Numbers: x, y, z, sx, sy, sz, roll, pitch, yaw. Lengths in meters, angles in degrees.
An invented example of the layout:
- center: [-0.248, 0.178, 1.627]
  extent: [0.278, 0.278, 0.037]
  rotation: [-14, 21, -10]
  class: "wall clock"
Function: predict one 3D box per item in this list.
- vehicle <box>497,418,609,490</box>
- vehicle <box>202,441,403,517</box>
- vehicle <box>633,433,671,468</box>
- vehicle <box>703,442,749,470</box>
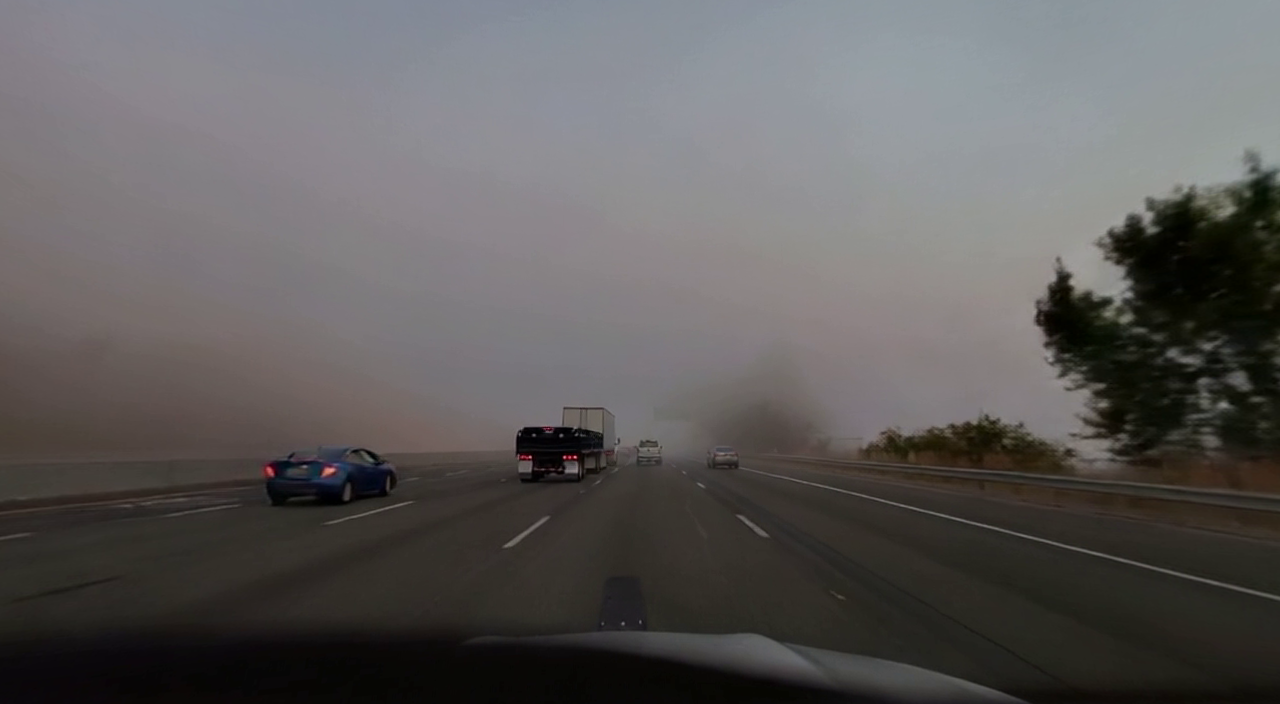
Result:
- center: [-3.309, 4.620, 29.380]
  extent: [2.854, 2.379, 16.653]
  rotation: [0, -8, 0]
  class: "vehicle"
- center: [-7.328, 2.767, 14.389]
  extent: [1.965, 1.437, 4.592]
  rotation: [0, -8, 1]
  class: "vehicle"
- center: [0.764, 6.306, 40.566]
  extent: [2.309, 2.023, 5.130]
  rotation: [0, -8, 1]
  class: "vehicle"
- center: [4.794, 5.858, 35.645]
  extent: [1.993, 1.474, 4.230]
  rotation: [0, -8, 0]
  class: "vehicle"
